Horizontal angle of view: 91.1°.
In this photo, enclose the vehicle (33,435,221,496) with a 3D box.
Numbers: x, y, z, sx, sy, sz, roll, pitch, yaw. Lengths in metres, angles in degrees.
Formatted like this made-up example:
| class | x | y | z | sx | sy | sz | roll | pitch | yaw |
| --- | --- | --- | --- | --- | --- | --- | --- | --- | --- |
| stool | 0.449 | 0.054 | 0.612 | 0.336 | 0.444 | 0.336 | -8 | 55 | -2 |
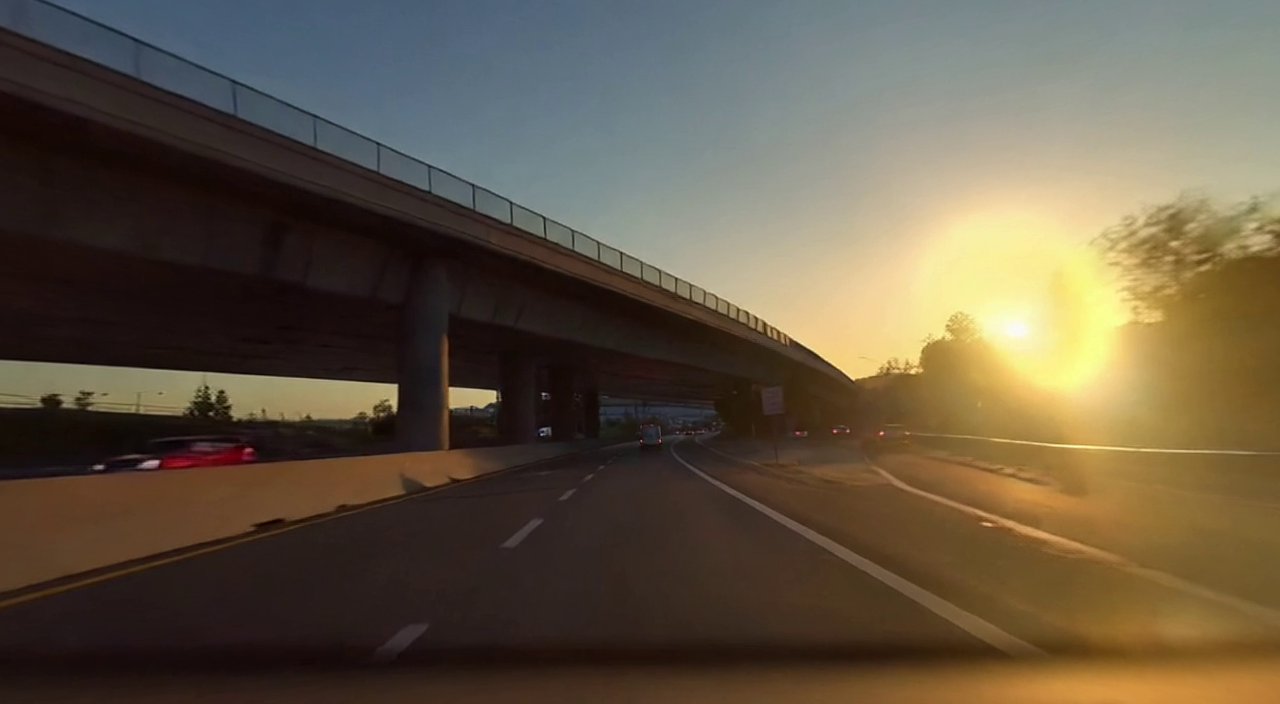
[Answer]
| class | x | y | z | sx | sy | sz | roll | pitch | yaw |
| --- | --- | --- | --- | --- | --- | --- | --- | --- | --- |
| vehicle | -14.082 | 3.103 | 17.624 | 1.828 | 1.495 | 4.024 | 0 | -8 | 0 |
